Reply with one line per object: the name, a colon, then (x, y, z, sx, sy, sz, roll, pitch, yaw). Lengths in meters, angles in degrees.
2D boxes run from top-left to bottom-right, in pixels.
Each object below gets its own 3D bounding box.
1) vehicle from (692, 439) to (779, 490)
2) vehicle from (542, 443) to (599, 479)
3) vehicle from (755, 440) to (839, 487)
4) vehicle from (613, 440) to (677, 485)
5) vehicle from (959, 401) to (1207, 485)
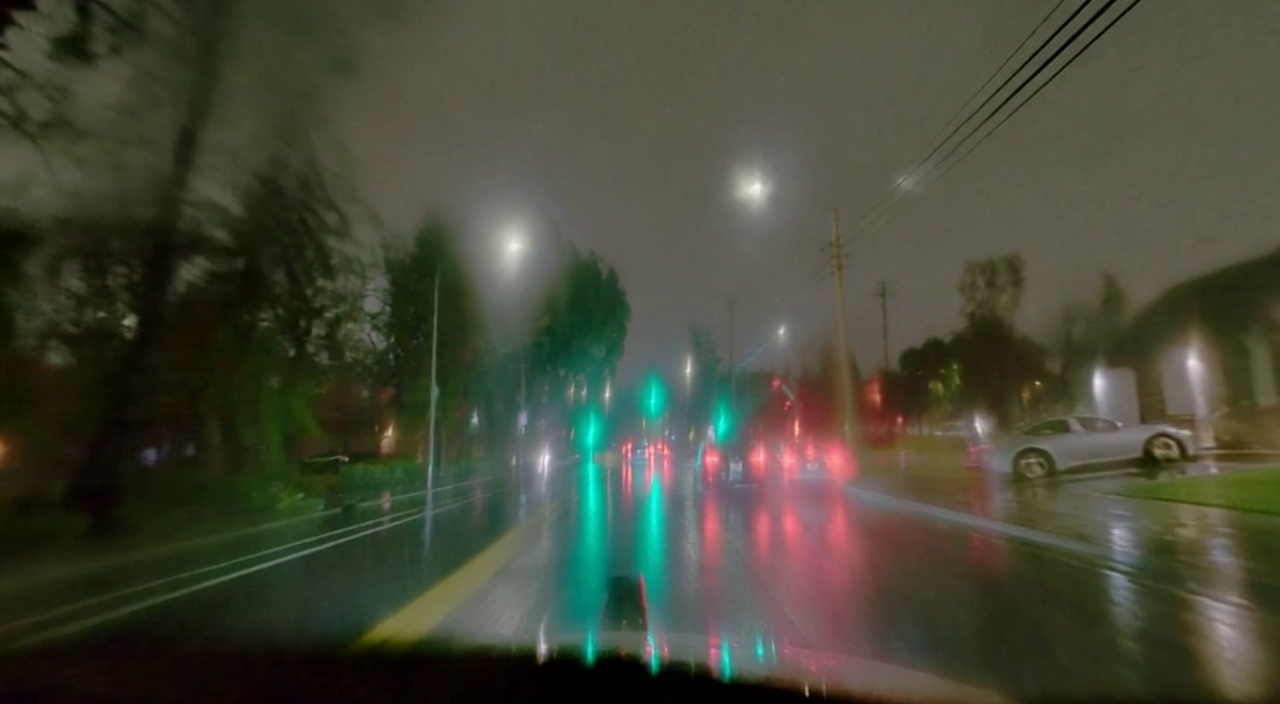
vehicle: (3.034, 3.679, 21.012, 2.158, 1.483, 4.415, 0, -8, -1)
vehicle: (-3.127, 4.981, 29.163, 2.012, 1.505, 4.205, -1, -8, 2)
vehicle: (5.872, 4.205, 24.245, 2.011, 1.620, 4.694, 0, -8, 0)
vehicle: (0.165, 3.987, 23.133, 2.101, 1.467, 4.210, 0, -8, 0)
vehicle: (13.771, 2.860, 19.925, 5.929, 1.970, 2.381, -5, -8, -2)
